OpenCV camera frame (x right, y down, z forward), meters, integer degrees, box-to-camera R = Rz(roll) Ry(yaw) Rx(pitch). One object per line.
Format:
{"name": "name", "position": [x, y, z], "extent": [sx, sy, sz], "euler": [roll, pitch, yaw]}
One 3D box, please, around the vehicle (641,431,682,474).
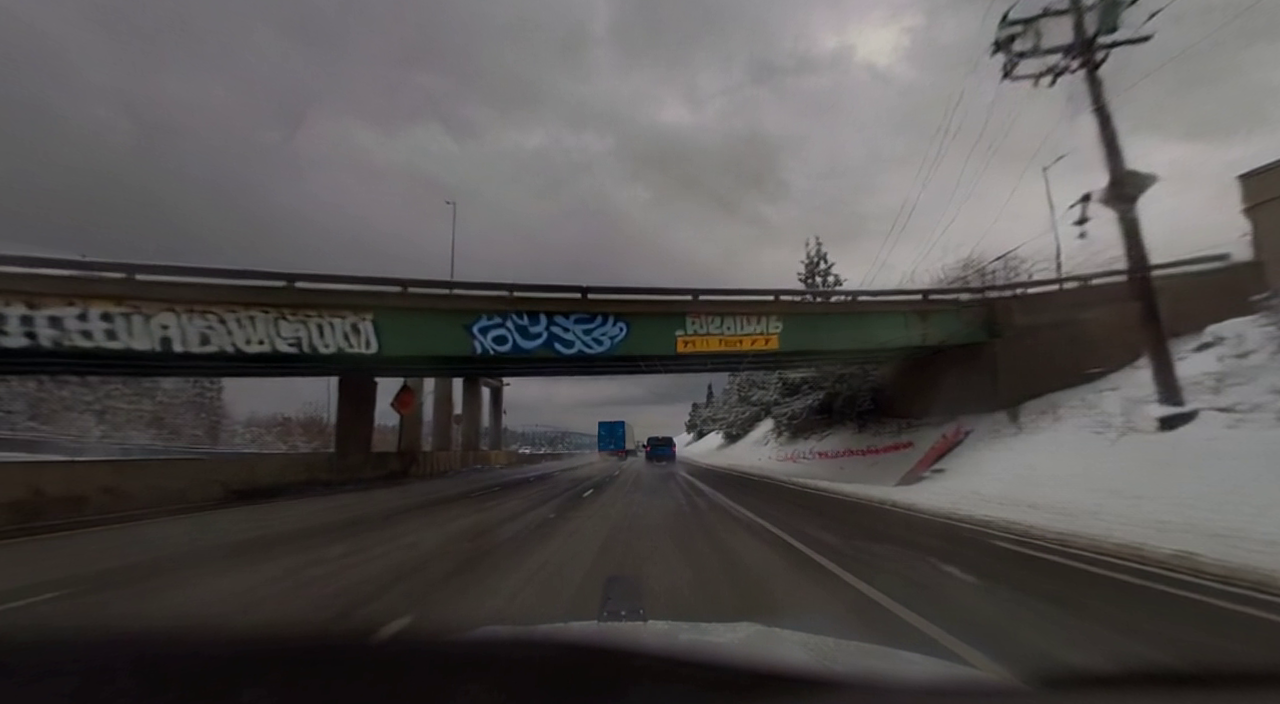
{"name": "vehicle", "position": [1.315, 6.661, 41.932], "extent": [2.462, 2.627, 5.799], "euler": [0, -9, -1]}
